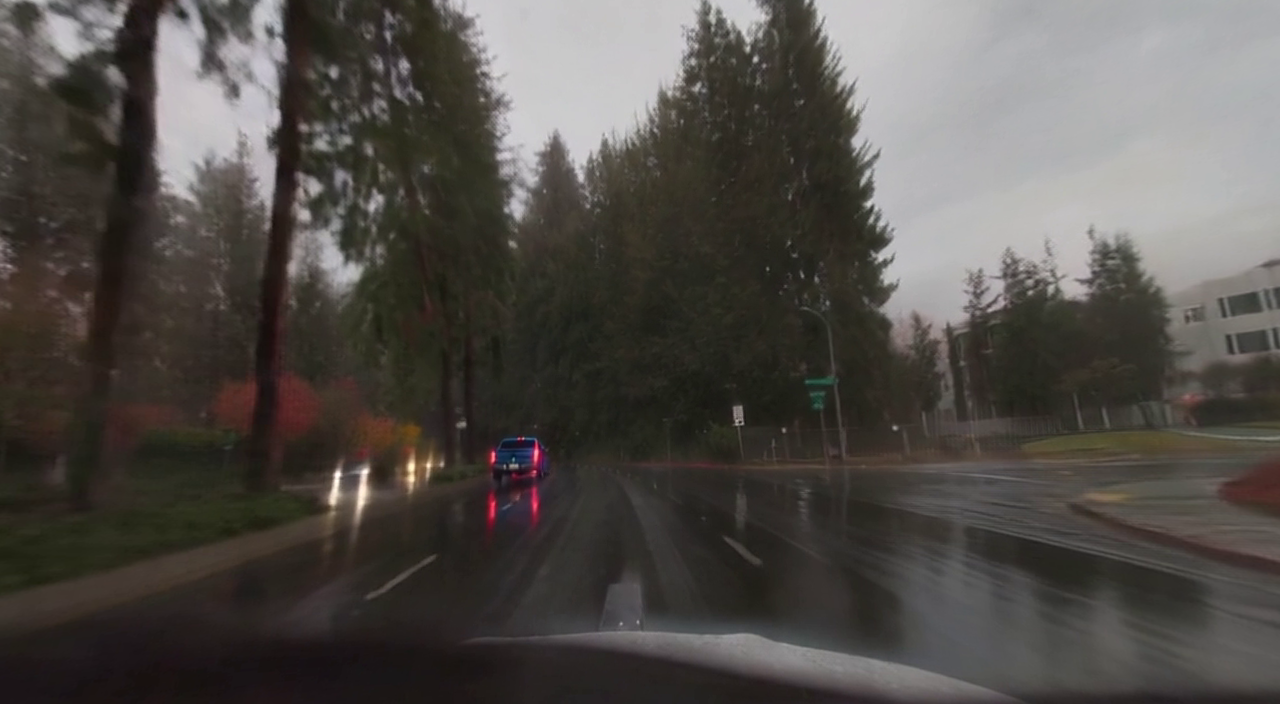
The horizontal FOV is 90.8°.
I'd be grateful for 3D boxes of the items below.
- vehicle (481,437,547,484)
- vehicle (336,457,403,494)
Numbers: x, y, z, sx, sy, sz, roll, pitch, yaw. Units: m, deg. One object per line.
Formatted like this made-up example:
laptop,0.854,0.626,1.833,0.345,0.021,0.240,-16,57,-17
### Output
vehicle,-5.614,4.925,29.086,2.267,1.849,6.402,0,-9,-5
vehicle,-13.417,6.103,31.595,1.883,1.632,4.024,0,-9,-5
